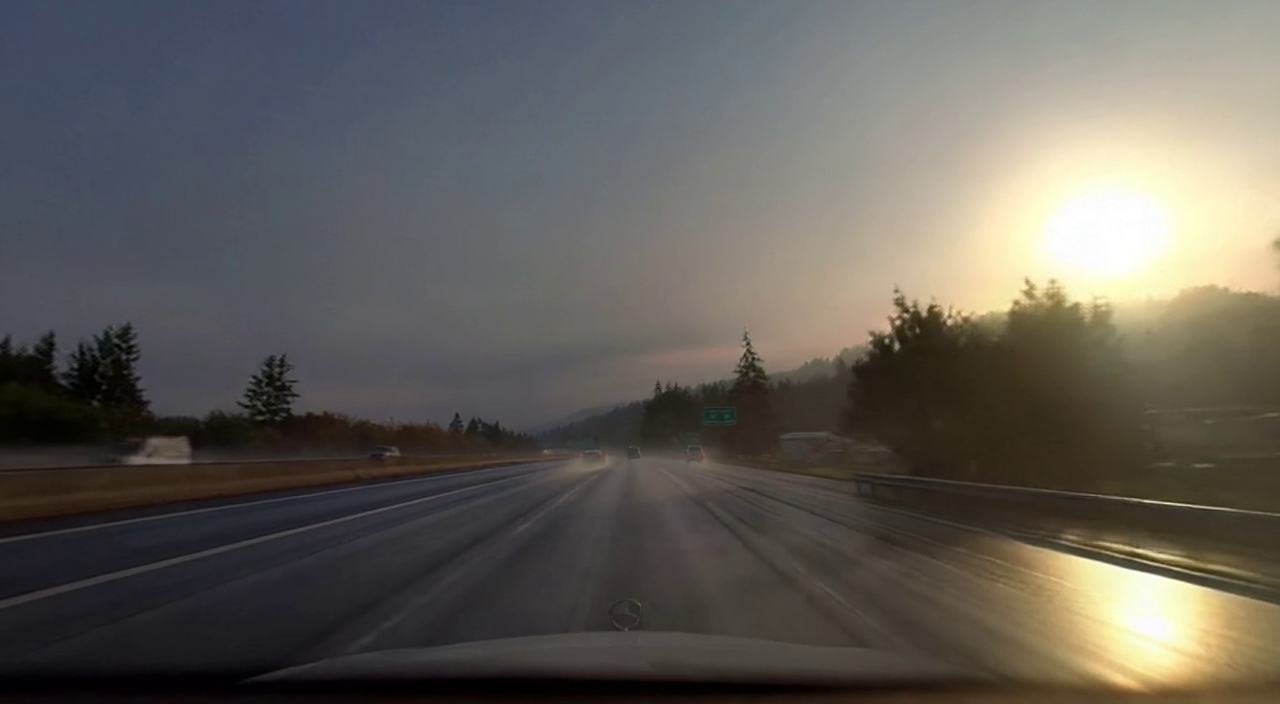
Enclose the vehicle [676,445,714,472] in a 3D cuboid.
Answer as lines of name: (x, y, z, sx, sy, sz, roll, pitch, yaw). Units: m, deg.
vehicle: (3.766, 7.416, 44.064, 2.133, 1.746, 4.511, 0, -9, -1)
